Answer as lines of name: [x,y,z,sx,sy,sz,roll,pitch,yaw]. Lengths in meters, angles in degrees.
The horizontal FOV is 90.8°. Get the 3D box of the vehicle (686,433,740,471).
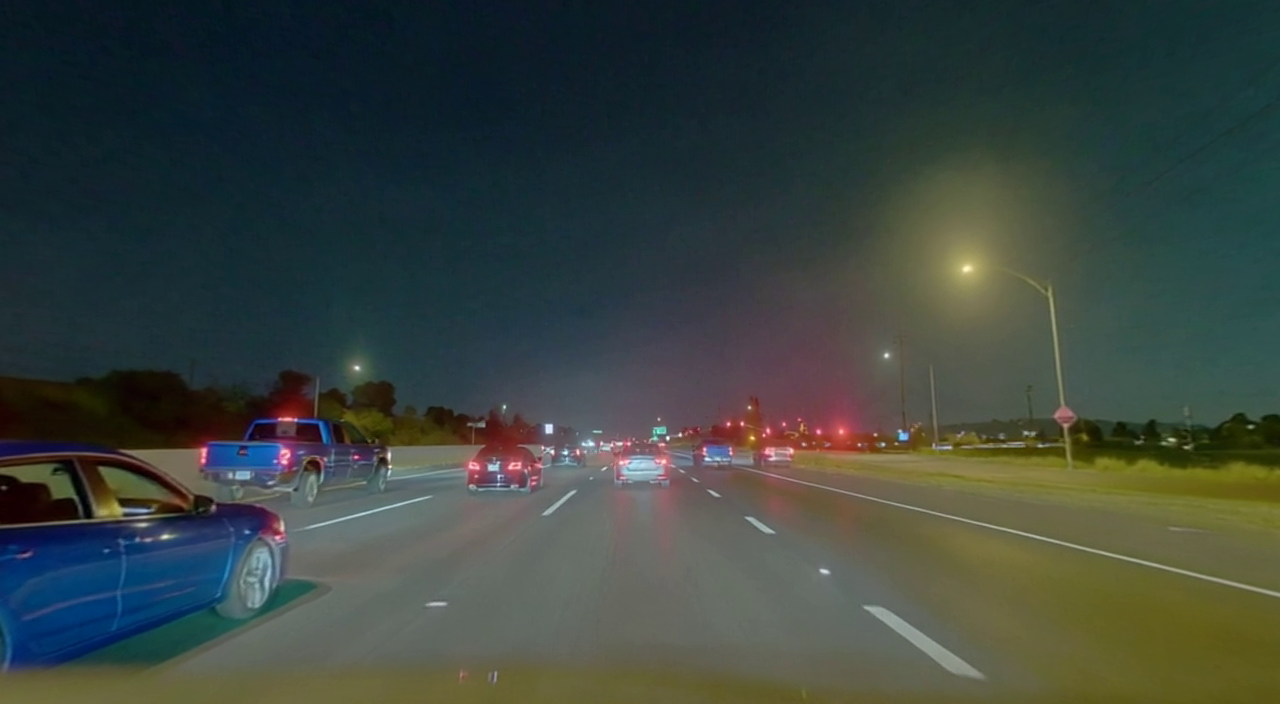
vehicle: [3.777,5.313,33.751,2.113,1.800,5.376,0,-8,-2]

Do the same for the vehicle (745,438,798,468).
vehicle: [7.754,5.996,37.713,1.969,1.608,4.865,0,-8,-1]

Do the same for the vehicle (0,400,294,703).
vehicle: [-3.671,0.929,2.479,1.955,1.481,4.604,0,-8,1]

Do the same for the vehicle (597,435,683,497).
vehicle: [-0.023,3.143,17.839,2.102,1.499,4.439,0,-8,-1]

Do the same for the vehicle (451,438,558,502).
vehicle: [-3.362,2.995,16.521,1.899,1.437,4.131,0,-8,0]
